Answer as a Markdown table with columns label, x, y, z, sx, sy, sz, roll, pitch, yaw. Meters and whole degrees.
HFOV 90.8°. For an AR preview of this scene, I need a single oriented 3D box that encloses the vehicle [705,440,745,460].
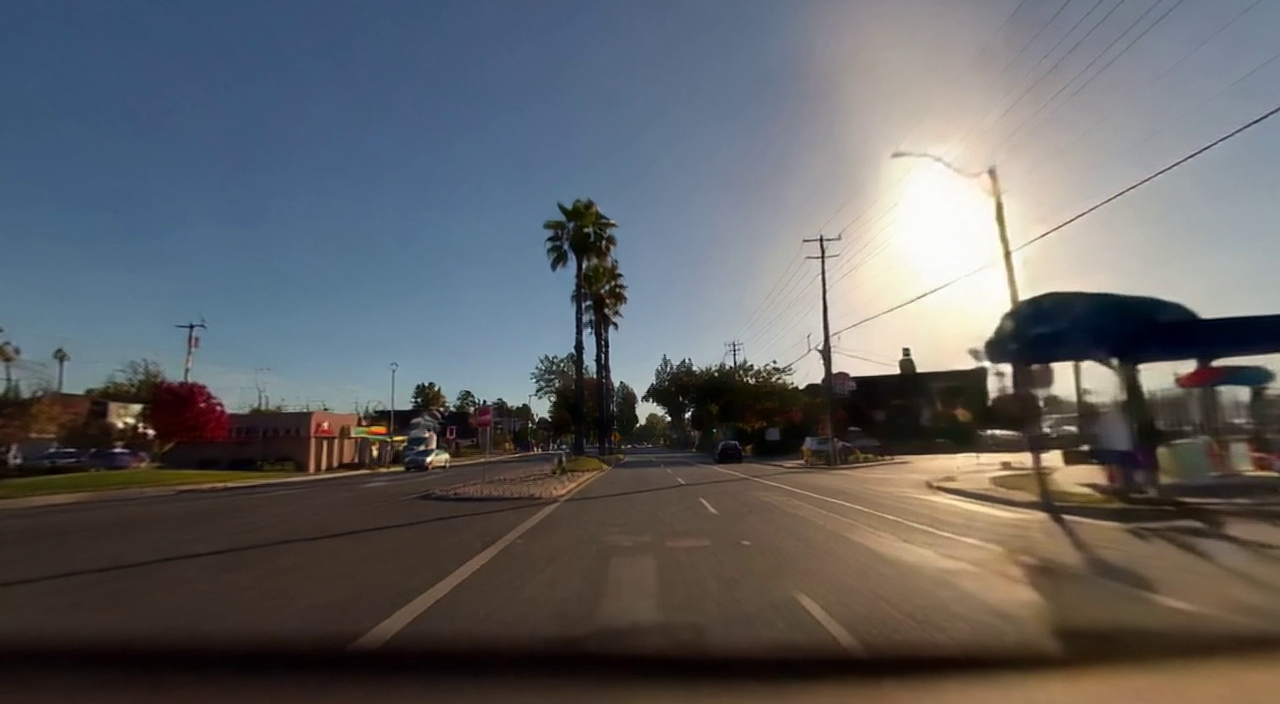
| label | x | y | z | sx | sy | sz | roll | pitch | yaw |
| --- | --- | --- | --- | --- | --- | --- | --- | --- | --- |
| vehicle | 6.383 | 7.428 | 47.944 | 2.261 | 1.479 | 4.403 | 0 | -8 | -2 |

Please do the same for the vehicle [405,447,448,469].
| label | x | y | z | sx | sy | sz | roll | pitch | yaw |
| --- | --- | --- | --- | --- | --- | --- | --- | --- | --- |
| vehicle | -16.322 | 8.095 | 48.516 | 1.916 | 1.545 | 3.896 | 0 | -8 | -1 |
